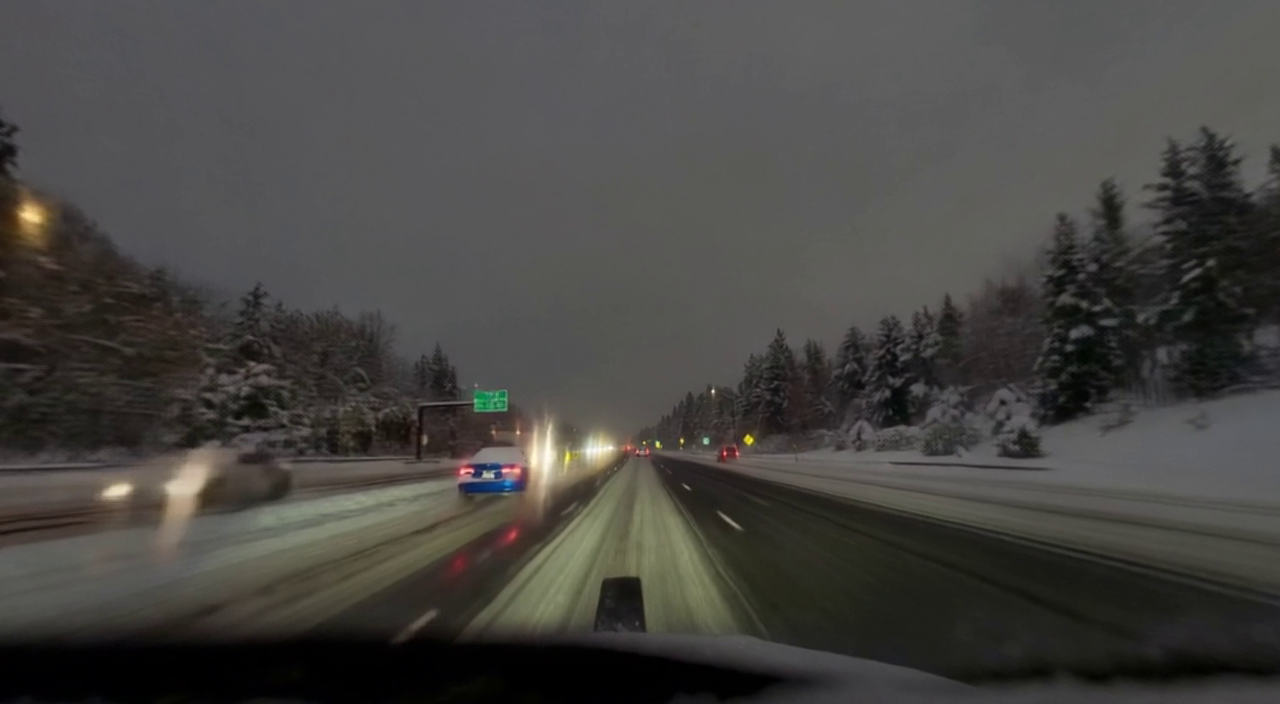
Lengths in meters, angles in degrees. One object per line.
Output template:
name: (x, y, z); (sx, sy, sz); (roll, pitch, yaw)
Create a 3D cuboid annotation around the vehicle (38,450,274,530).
vehicle: (-10.790, 3.053, 14.590); (1.884, 1.533, 4.449); (0, -9, 0)

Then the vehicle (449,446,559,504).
vehicle: (-3.843, 3.575, 18.782); (2.162, 1.493, 4.583); (0, -9, 1)
